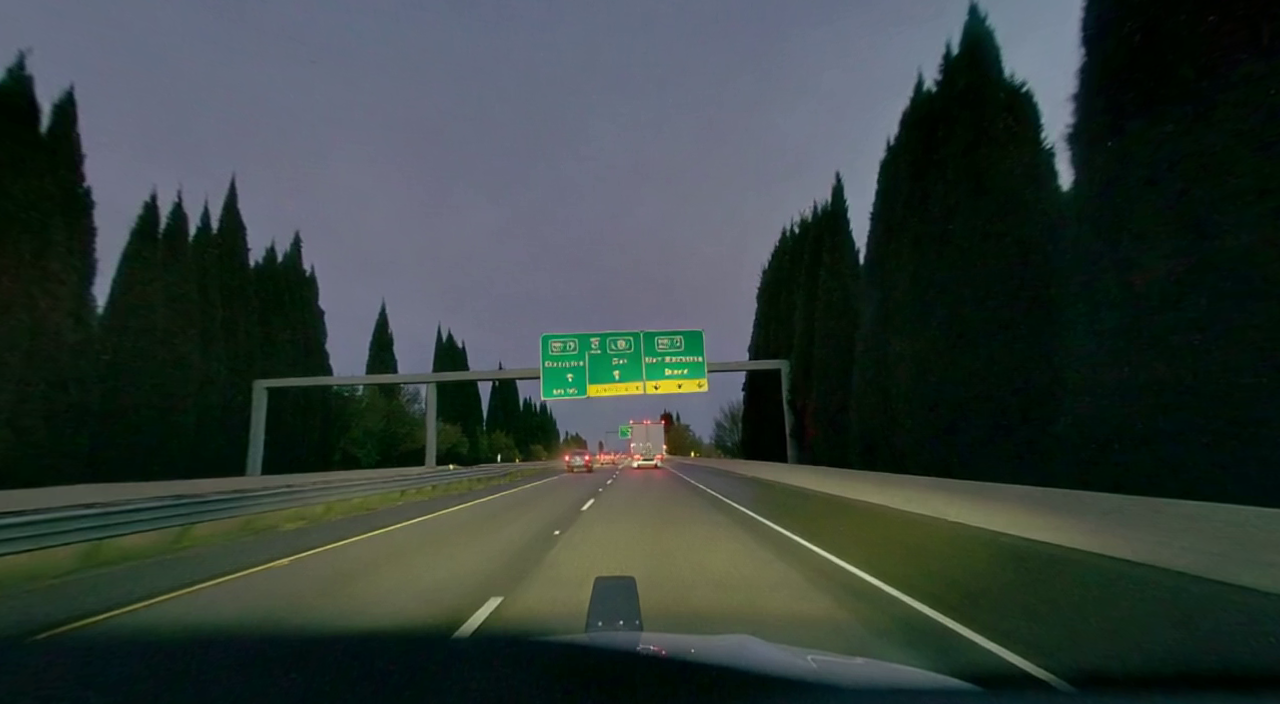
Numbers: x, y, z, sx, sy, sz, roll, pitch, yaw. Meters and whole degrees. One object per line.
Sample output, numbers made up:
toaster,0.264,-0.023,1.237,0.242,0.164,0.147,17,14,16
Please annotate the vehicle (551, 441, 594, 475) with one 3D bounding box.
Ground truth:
vehicle,-4.158,6.631,39.699,2.168,1.980,4.622,0,-9,0
